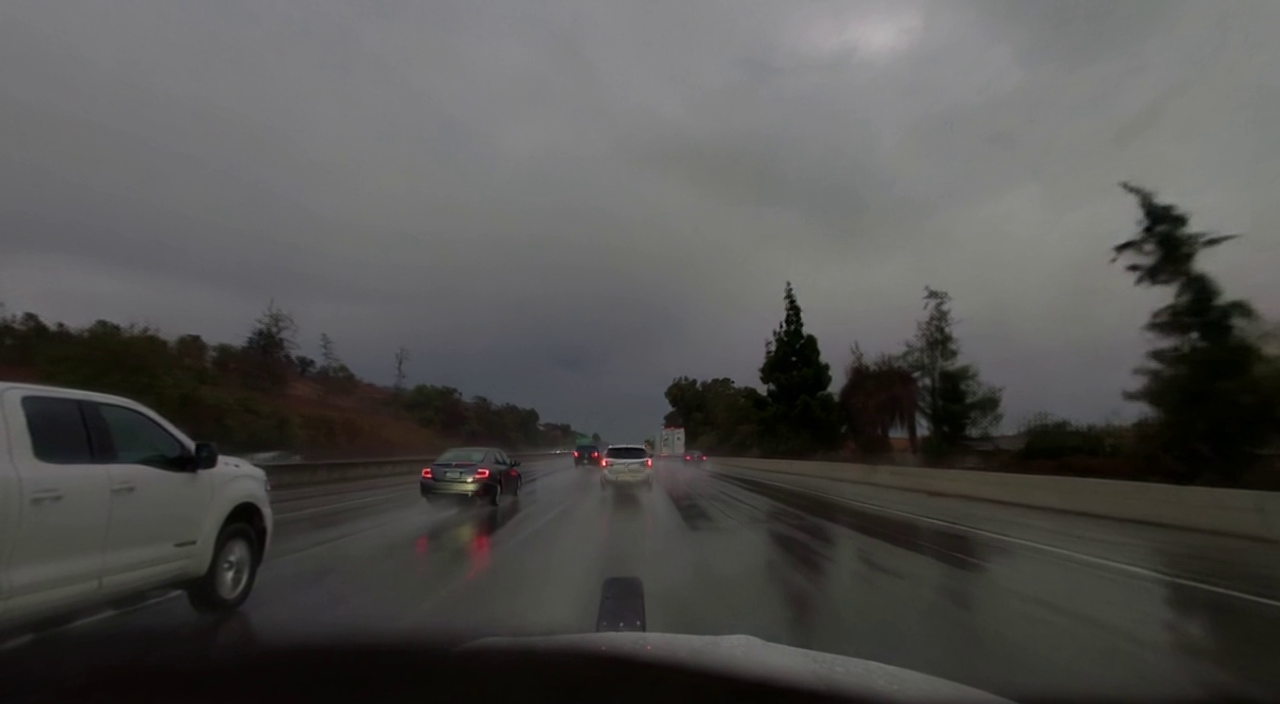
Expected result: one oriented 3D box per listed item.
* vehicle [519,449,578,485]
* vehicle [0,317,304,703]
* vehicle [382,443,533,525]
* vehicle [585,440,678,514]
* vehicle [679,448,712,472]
[{"bbox_3d":[-4.016,5.100,28.340,1.999,1.484,4.269,0,-9,0],"label":"vehicle"},{"bbox_3d":[-3.929,0.785,2.653,2.243,1.889,4.949,0,-9,0],"label":"vehicle"},{"bbox_3d":[-3.746,2.792,13.901,1.988,1.501,4.438,0,-9,0],"label":"vehicle"},{"bbox_3d":[-0.196,2.994,15.491,1.996,1.574,3.426,0,-9,0],"label":"vehicle"},{"bbox_3d":[3.727,7.356,43.053,1.858,1.537,3.838,0,-9,-1],"label":"vehicle"}]
